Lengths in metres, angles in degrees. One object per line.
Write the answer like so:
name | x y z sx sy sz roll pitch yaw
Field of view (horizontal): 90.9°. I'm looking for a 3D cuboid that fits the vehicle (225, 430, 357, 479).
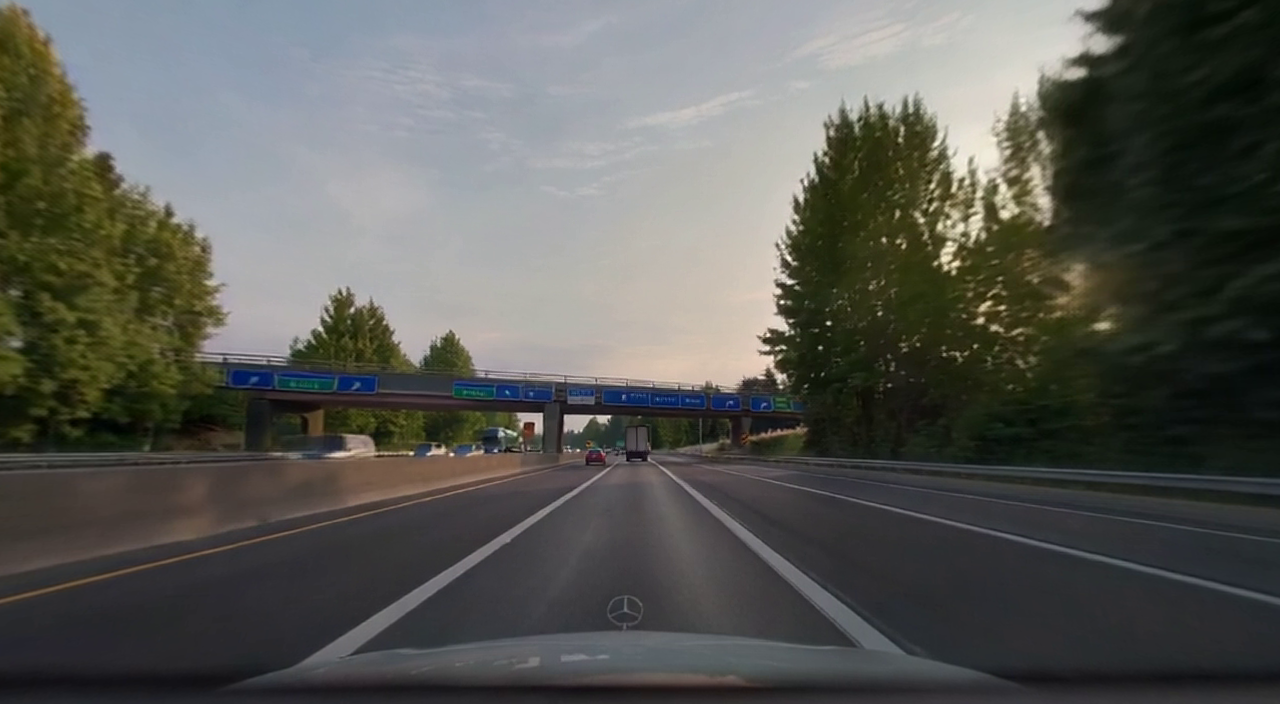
vehicle | -12.086 3.616 22.289 1.936 1.515 4.769 0 -9 0
